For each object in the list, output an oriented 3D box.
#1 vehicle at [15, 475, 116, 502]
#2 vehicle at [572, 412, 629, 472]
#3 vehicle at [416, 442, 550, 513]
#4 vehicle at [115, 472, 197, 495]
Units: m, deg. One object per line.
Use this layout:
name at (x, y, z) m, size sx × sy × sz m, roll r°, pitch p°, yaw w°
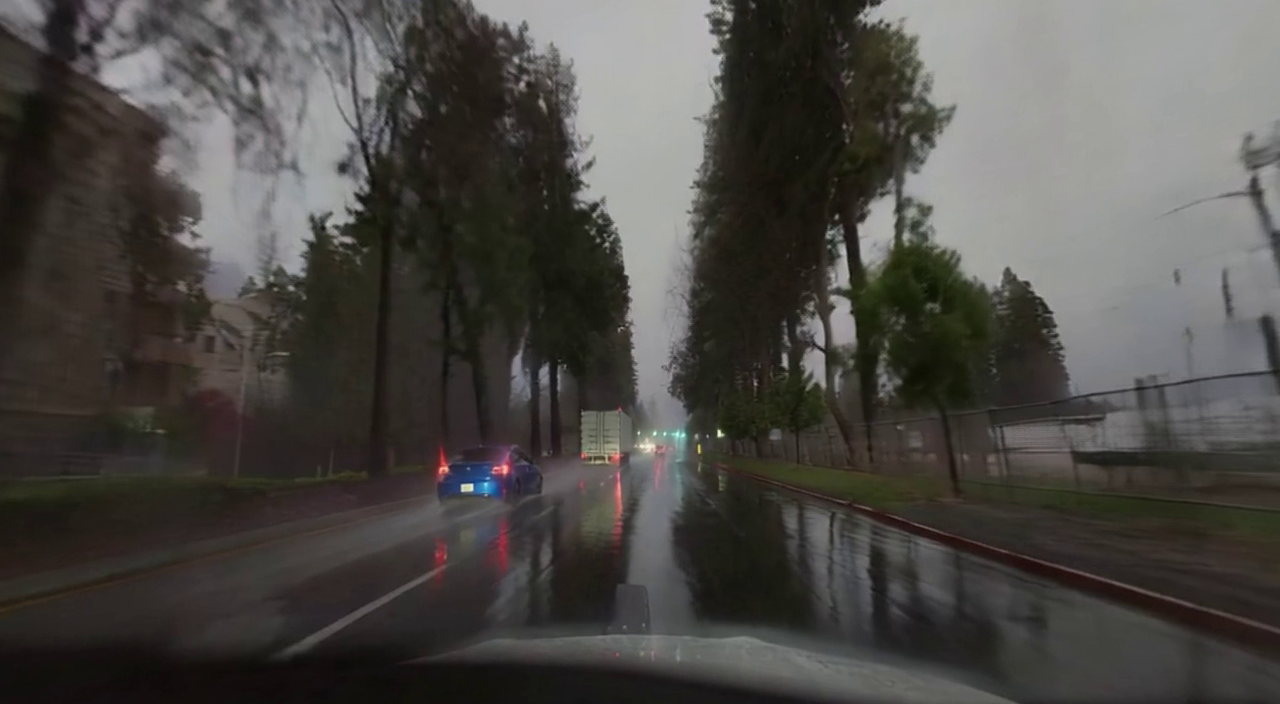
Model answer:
vehicle at (-34.723, 8.237, 38.150) m, size 4.333 × 1.436 × 1.871 m, roll -1°, pitch -9°, yaw 4°
vehicle at (-2.230, 5.566, 38.941) m, size 2.746 × 3.276 × 8.572 m, roll 0°, pitch -8°, yaw 2°
vehicle at (-3.637, 2.984, 15.557) m, size 2.005 × 1.462 × 4.345 m, roll -1°, pitch -8°, yaw 3°
vehicle at (-33.537, 9.093, 43.734) m, size 4.356 × 1.457 × 1.759 m, roll -1°, pitch -9°, yaw 5°
